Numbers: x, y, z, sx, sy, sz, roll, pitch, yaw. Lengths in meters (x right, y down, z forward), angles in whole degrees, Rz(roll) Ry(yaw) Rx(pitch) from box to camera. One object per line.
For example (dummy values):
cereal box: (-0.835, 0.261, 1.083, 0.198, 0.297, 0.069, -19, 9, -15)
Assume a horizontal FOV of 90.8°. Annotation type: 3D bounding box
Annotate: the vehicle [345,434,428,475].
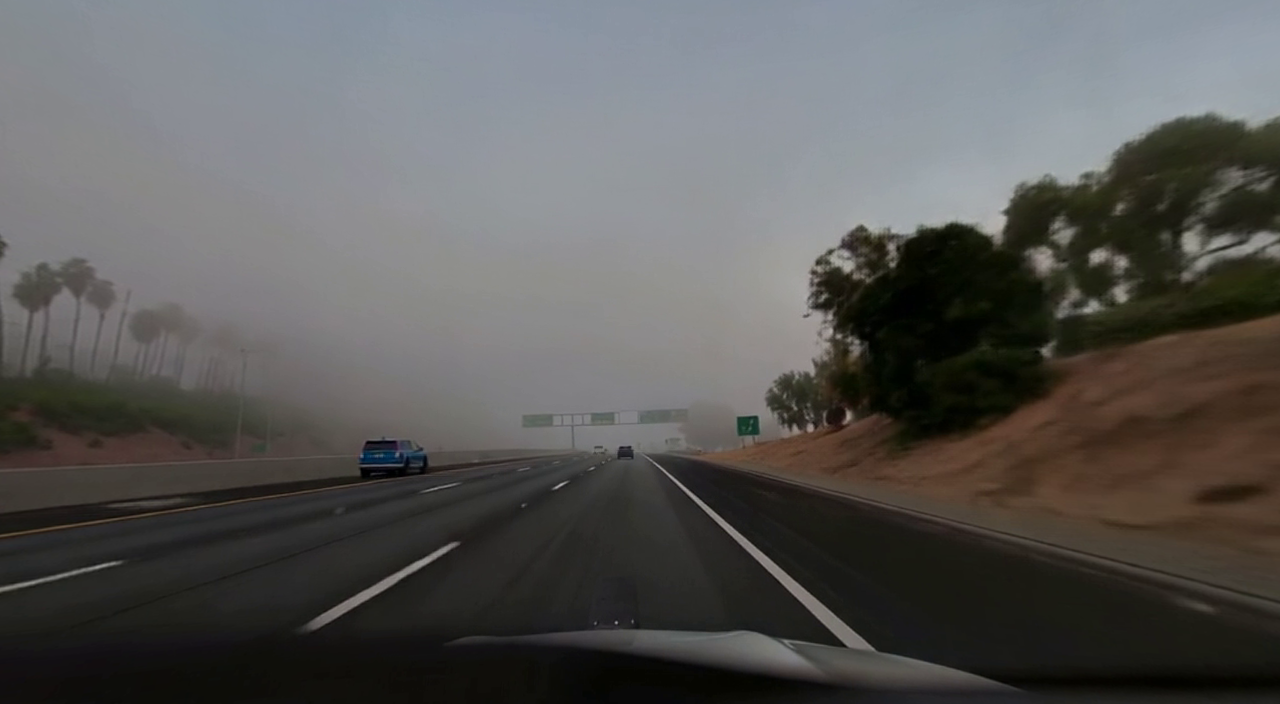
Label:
vehicle: (-11.833, 4.821, 29.844, 2.016, 1.754, 4.543, 0, -8, 0)
